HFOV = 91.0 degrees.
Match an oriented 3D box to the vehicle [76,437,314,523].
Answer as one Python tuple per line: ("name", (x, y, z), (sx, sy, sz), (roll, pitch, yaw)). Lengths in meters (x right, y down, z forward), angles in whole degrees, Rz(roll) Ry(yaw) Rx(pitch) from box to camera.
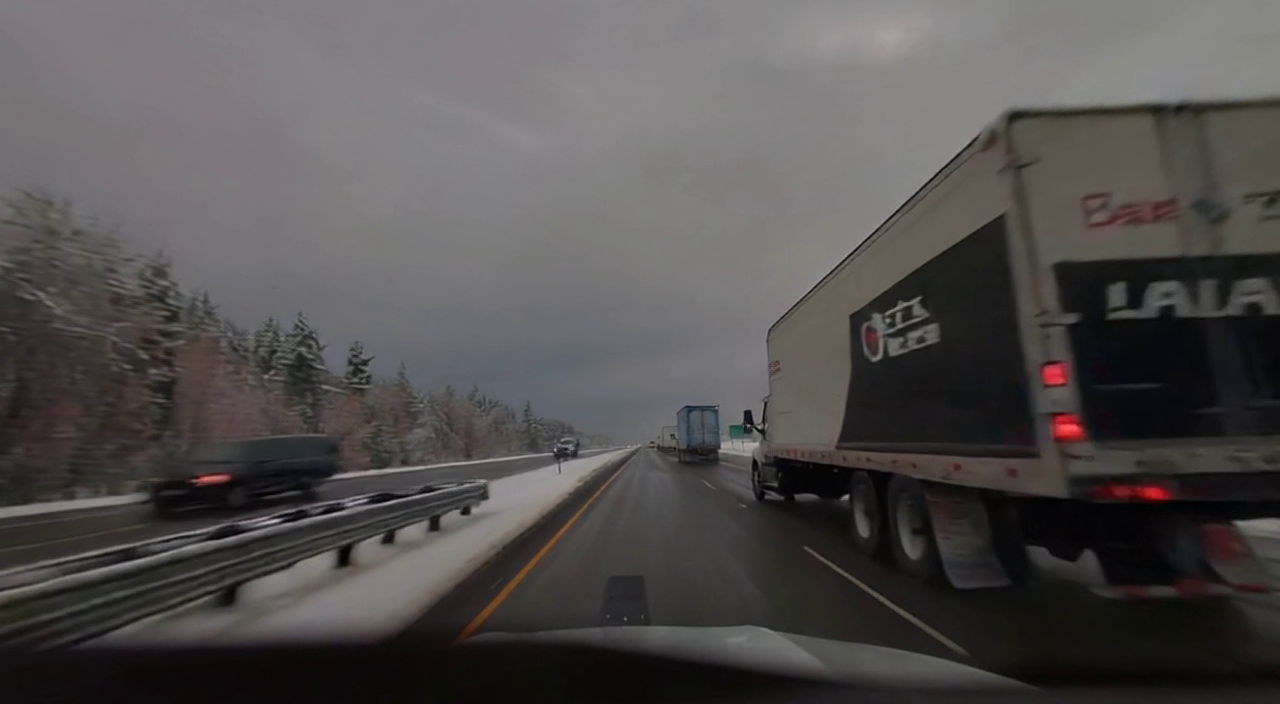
("vehicle", (-10.081, 2.886, 14.871), (2.019, 1.697, 4.634), (-1, -8, 3))

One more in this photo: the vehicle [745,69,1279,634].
("vehicle", (4.443, 0.854, 11.177), (2.864, 3.962, 13.768), (0, -8, 0))
